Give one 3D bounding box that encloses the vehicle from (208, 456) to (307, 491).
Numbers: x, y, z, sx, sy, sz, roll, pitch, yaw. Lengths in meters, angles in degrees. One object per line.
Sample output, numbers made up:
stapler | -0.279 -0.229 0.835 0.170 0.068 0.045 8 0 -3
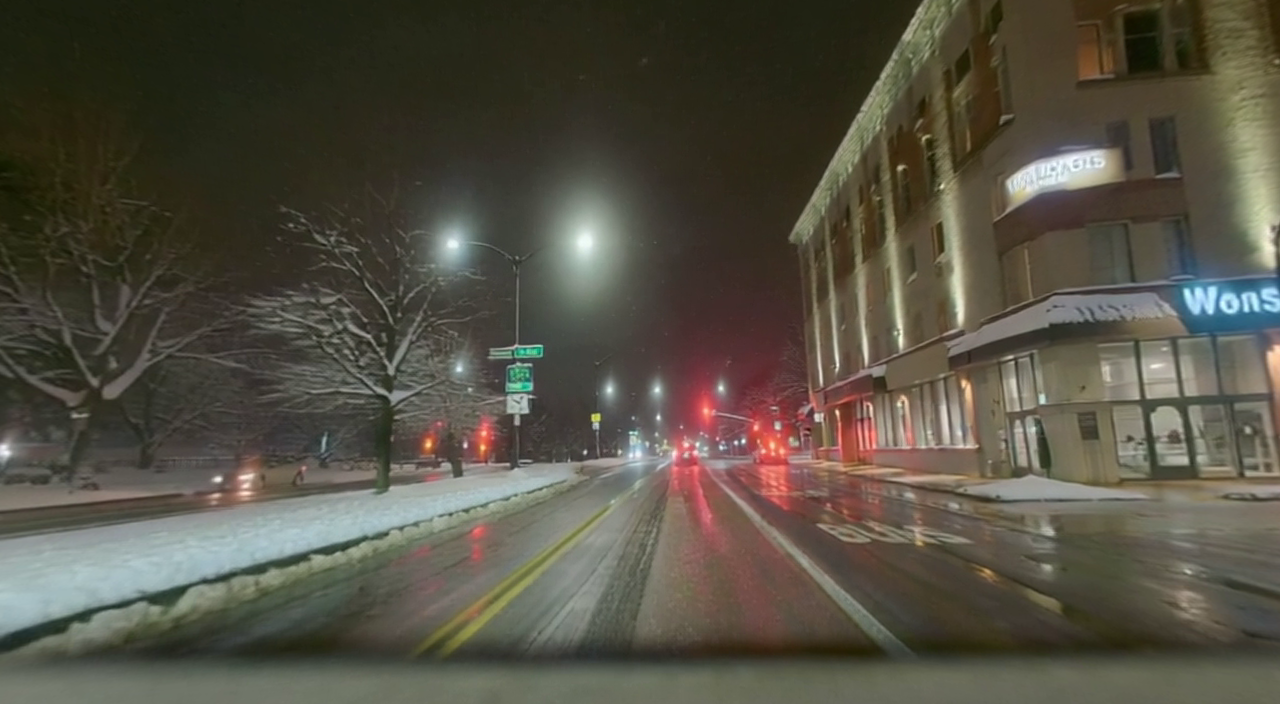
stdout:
vehicle | -18.691 5.926 31.149 1.840 1.440 4.442 -3 -9 4
